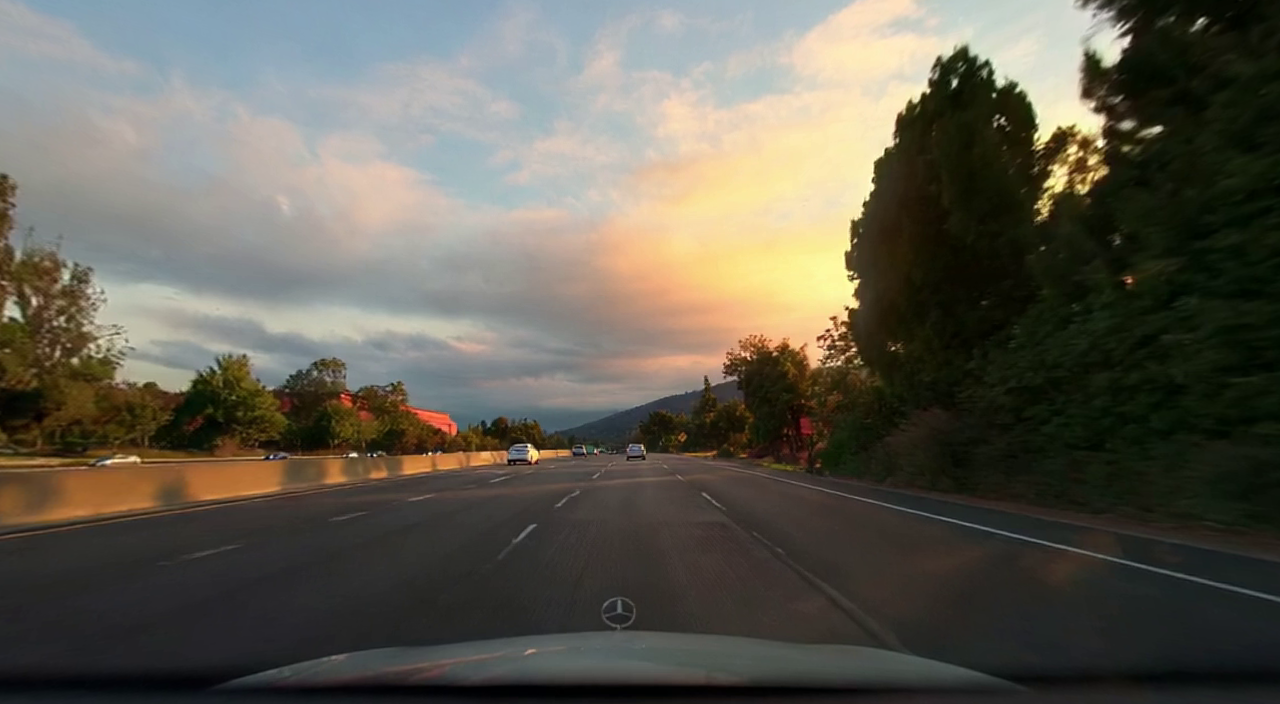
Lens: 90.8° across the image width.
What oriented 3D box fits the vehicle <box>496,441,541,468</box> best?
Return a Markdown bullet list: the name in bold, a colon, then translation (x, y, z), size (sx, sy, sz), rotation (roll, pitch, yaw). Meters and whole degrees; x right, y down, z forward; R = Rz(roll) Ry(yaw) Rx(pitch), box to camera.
- **vehicle**: translation (-7.674, 6.513, 40.225), size (1.991, 1.572, 4.314), rotation (0, -9, 0)
